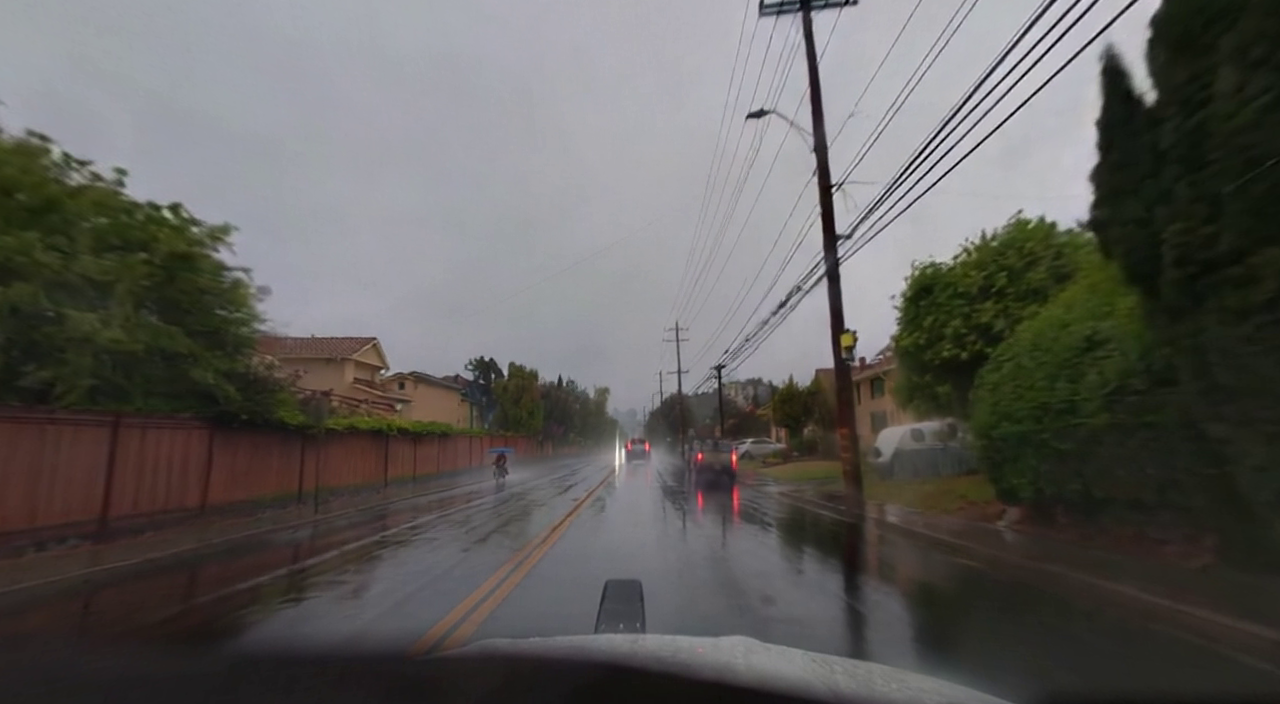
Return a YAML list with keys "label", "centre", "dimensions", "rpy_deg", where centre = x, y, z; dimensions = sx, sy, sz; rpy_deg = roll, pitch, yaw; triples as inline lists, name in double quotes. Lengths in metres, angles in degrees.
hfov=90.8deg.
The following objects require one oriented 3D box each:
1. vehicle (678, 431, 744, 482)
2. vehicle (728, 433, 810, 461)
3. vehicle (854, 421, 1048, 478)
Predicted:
- label: "vehicle"
  centre: [3.146, 4.776, 29.244]
  dimensions: [2.278, 1.933, 5.860]
  rpy_deg: [4, -9, 0]
- label: "vehicle"
  centre: [9.676, 7.210, 47.931]
  dimensions: [5.590, 2.067, 2.553]
  rpy_deg: [0, -9, -2]
- label: "vehicle"
  centre: [11.188, 3.561, 23.131]
  dimensions: [5.846, 1.971, 2.273]
  rpy_deg: [0, -9, 2]
